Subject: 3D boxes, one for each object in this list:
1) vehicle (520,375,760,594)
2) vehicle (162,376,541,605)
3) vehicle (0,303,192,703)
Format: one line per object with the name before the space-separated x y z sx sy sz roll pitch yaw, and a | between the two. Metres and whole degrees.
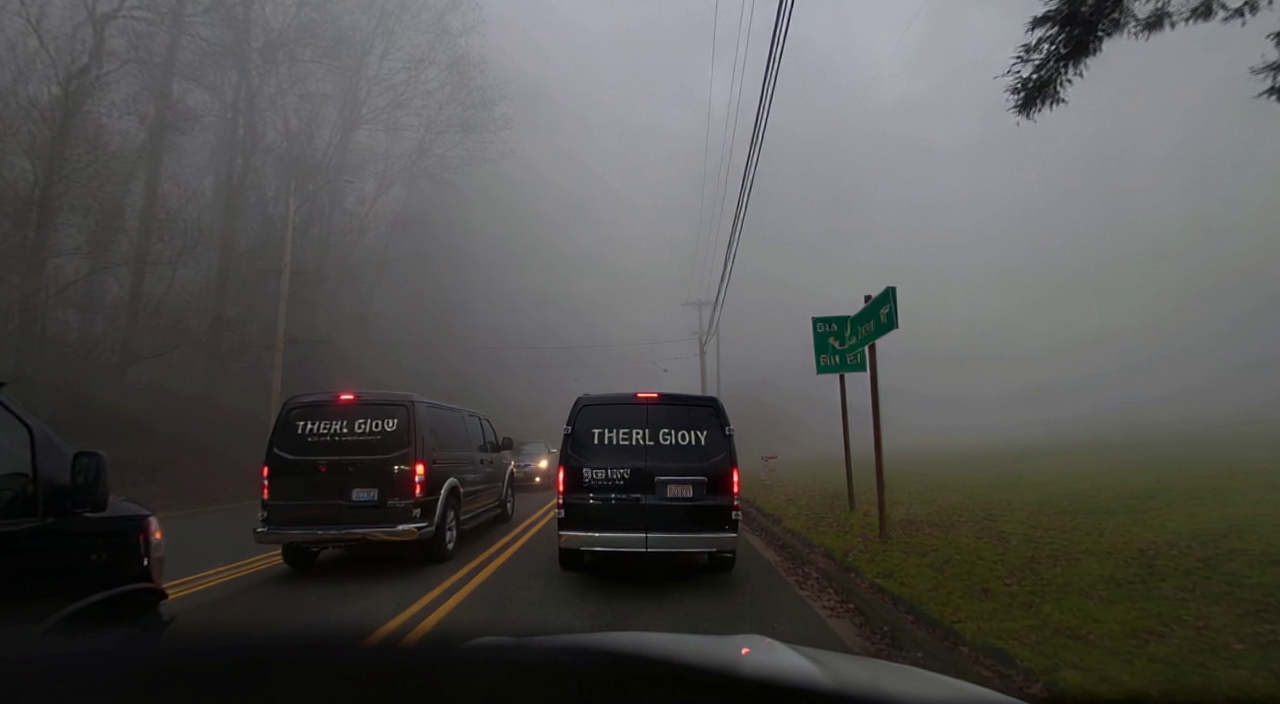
vehicle | 0.102 1.464 7.691 2.117 1.911 4.095 -1 -8 3
vehicle | -2.758 1.479 7.614 2.109 1.851 4.749 -1 -8 3
vehicle | -3.142 0.499 0.244 2.160 1.796 4.997 0 -8 1
